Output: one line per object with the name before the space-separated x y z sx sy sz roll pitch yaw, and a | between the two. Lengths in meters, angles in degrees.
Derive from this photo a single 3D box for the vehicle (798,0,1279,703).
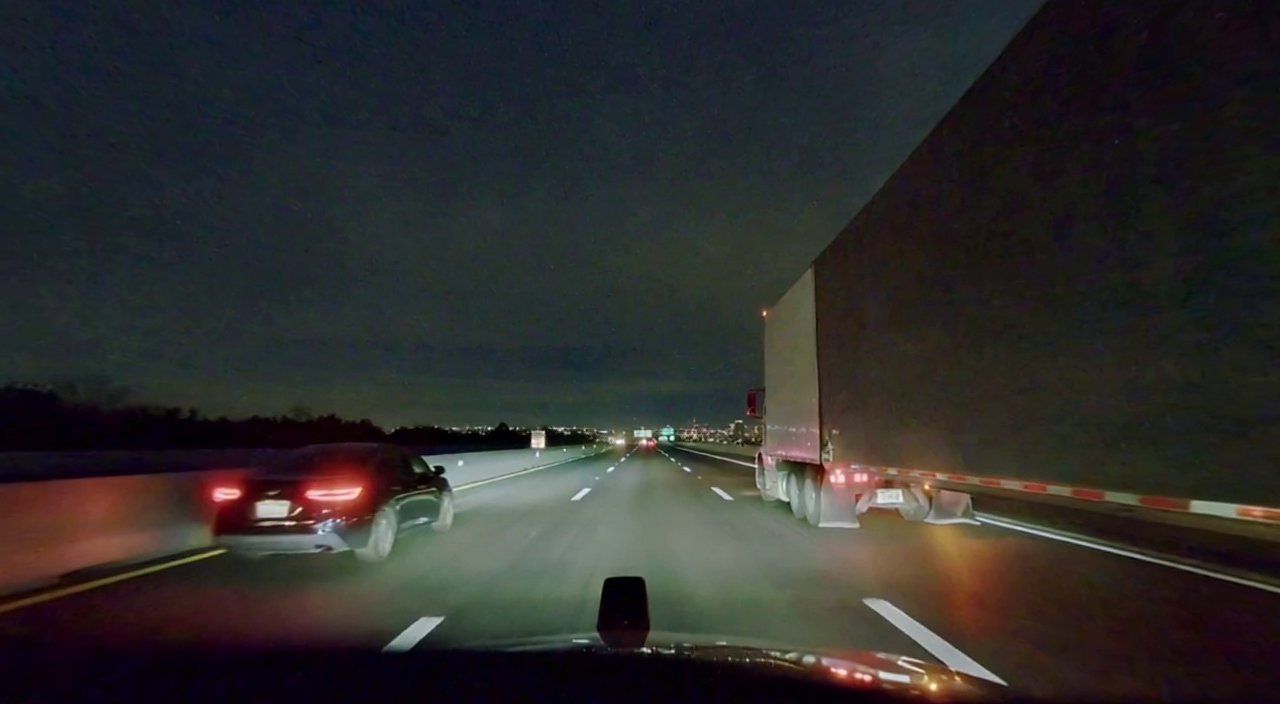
vehicle | 3.922 -0.289 2.825 2.989 4.067 13.991 0 -8 1

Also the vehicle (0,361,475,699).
vehicle | -3.222 1.226 5.606 2.189 1.707 4.692 0 -8 1
